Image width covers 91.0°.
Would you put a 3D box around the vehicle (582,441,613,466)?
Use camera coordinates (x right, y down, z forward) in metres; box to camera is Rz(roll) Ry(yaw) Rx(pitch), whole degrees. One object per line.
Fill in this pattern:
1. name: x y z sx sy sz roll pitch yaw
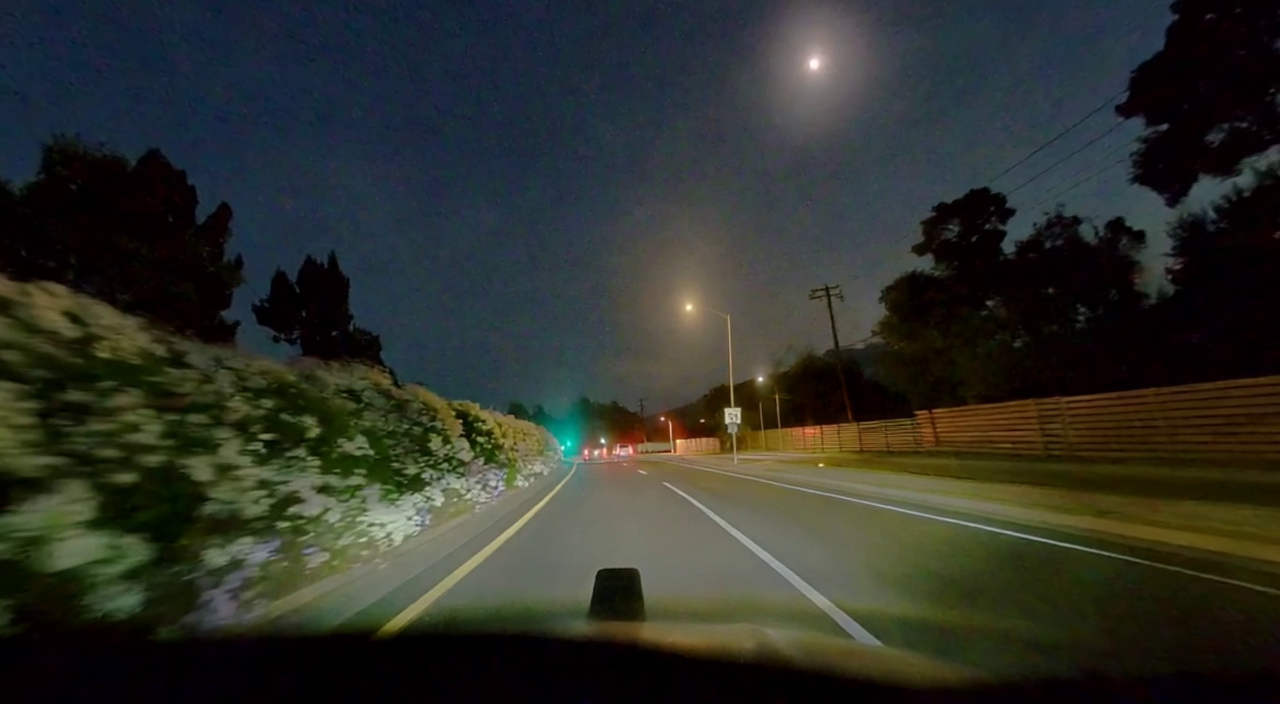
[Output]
1. vehicle: -3.028 7.015 43.841 2.005 1.633 4.044 1 -8 -6
